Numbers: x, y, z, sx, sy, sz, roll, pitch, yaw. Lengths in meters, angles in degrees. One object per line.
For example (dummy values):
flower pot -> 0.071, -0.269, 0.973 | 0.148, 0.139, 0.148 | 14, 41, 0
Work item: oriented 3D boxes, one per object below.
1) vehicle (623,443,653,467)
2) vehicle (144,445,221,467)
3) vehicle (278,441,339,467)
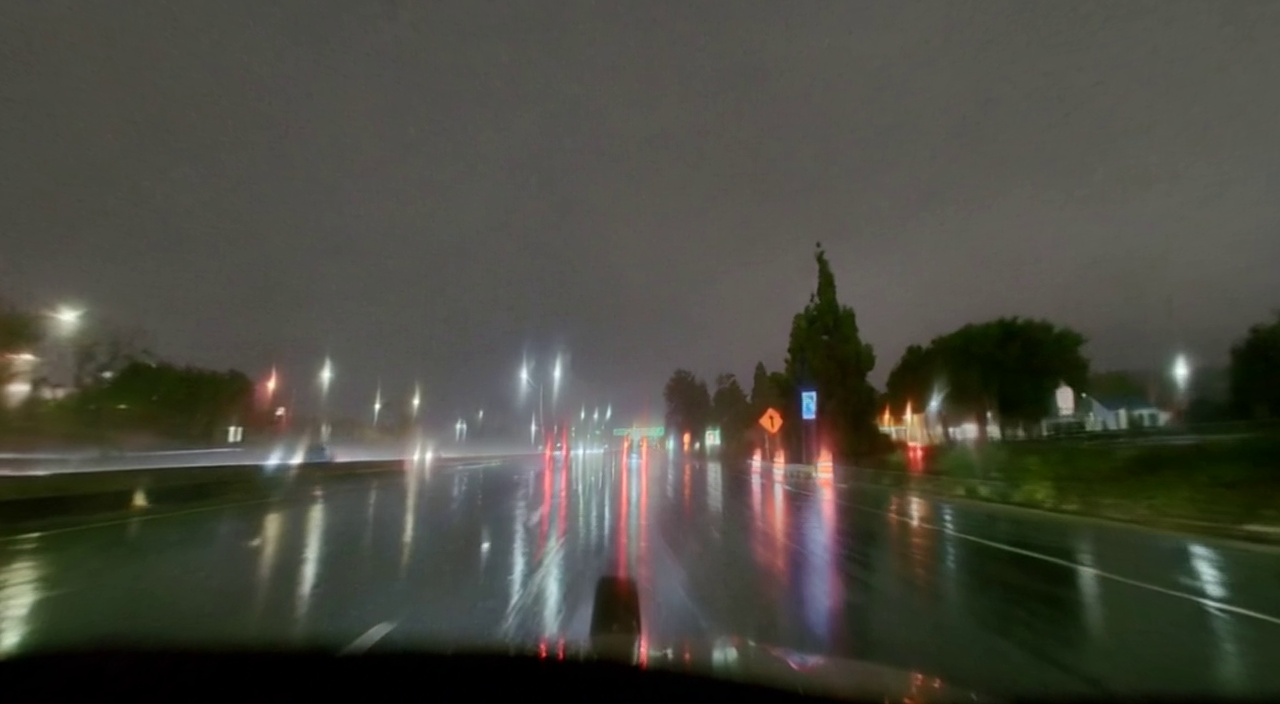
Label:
vehicle -> -0.150, 7.608, 46.733 | 2.109, 1.638, 3.856 | 0, -9, 0
vehicle -> -31.282, 7.124, 43.370 | 1.946, 1.444, 4.536 | 0, -9, -1
vehicle -> -23.951, 7.380, 45.812 | 1.941, 1.705, 4.395 | 0, -9, 1
